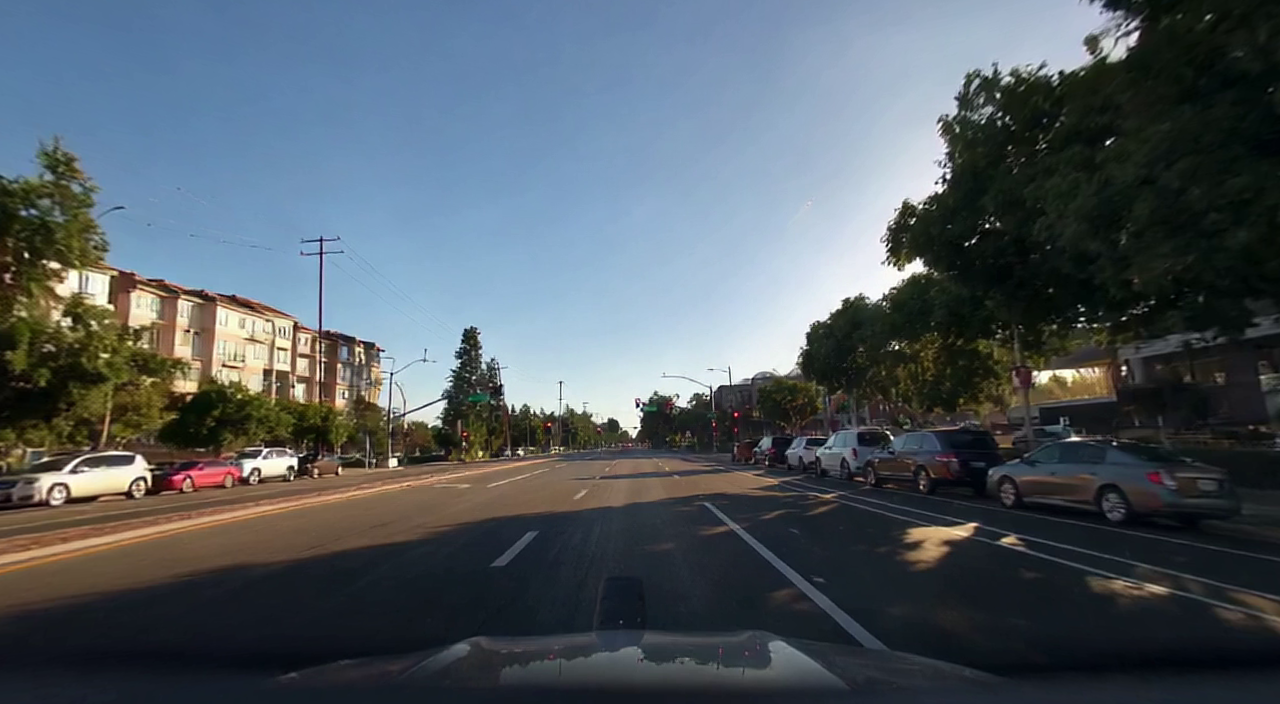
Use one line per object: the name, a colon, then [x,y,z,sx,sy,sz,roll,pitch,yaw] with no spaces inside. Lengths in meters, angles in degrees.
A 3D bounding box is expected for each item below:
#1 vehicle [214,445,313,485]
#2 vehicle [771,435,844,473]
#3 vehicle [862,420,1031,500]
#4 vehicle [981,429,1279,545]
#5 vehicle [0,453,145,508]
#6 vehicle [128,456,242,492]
vehicle: [-22.346,6.692,37.906,2.328,1.929,6.055,-5,-9,-1]
vehicle: [7.866,4.848,30.202,1.987,1.628,4.712,0,-9,-3]
vehicle: [7.936,2.847,17.037,2.034,1.822,4.953,0,-9,0]
vehicle: [7.953,2.080,10.513,1.892,1.457,4.840,0,-9,1]
vehicle: [-22.323,4.833,24.225,2.322,1.781,5.374,-1,-9,0]
vehicle: [-22.297,5.978,31.293,1.878,1.561,5.061,0,-9,0]
